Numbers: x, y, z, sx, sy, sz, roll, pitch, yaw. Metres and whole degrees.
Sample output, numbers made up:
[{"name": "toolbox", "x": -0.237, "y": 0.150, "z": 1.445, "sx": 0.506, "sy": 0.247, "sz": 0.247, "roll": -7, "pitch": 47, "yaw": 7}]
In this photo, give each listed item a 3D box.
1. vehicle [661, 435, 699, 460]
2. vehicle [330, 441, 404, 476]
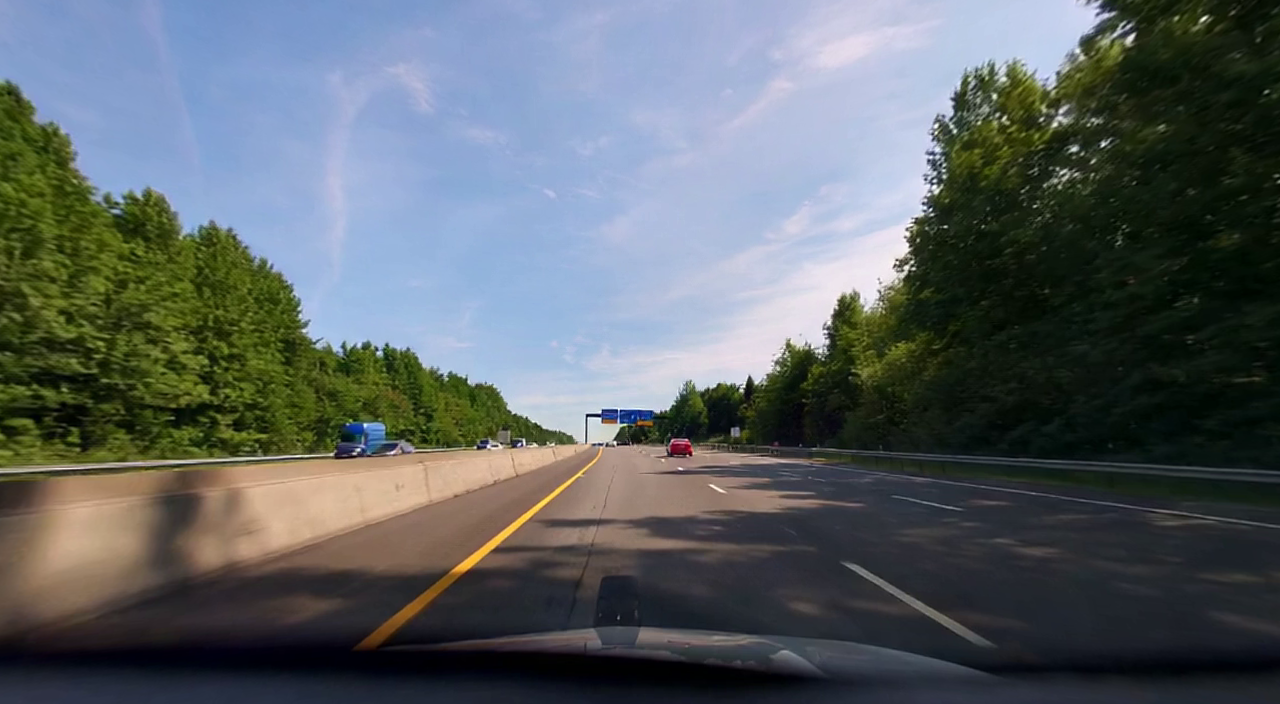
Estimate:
[{"name": "vehicle", "x": 2.531, "y": 6.147, "z": 40.636, "sx": 1.958, "sy": 1.526, "sz": 4.227, "roll": 1, "pitch": -8, "yaw": -3}, {"name": "vehicle", "x": -13.464, "y": 5.249, "z": 31.344, "sx": 1.936, "sy": 1.579, "sz": 4.121, "roll": 0, "pitch": -8, "yaw": -2}]
